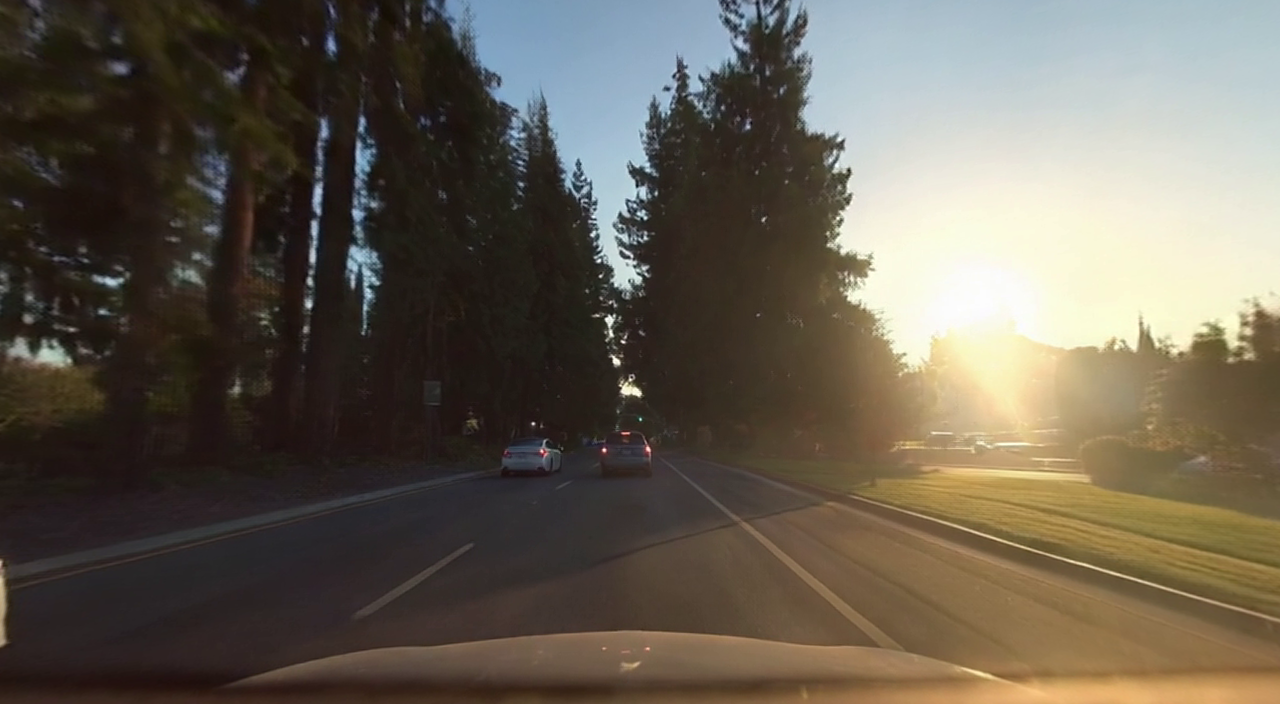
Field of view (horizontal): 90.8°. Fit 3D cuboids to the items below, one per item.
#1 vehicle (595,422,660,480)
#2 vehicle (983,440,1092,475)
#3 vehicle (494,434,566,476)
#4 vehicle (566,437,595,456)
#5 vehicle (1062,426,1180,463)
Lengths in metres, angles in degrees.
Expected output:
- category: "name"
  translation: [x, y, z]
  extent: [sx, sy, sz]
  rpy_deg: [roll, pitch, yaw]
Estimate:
- category: "vehicle"
  translation: [-0.419, 3.340, 21.532]
  extent: [2.018, 1.769, 3.897]
  rpy_deg: [0, -8, -1]
- category: "vehicle"
  translation: [20.666, 5.462, 32.918]
  extent: [4.387, 1.752, 1.903]
  rpy_deg: [0, -8, -3]
- category: "vehicle"
  translation: [-4.035, 3.848, 23.818]
  extent: [1.917, 1.448, 4.178]
  rpy_deg: [0, -8, 1]
- category: "vehicle"
  translation: [-4.555, 7.327, 49.059]
  extent: [1.831, 1.445, 3.851]
  rpy_deg: [0, -8, 1]
- category: "vehicle"
  translation: [20.550, 3.953, 27.077]
  extent: [3.567, 1.521, 1.879]
  rpy_deg: [1, -8, -5]
